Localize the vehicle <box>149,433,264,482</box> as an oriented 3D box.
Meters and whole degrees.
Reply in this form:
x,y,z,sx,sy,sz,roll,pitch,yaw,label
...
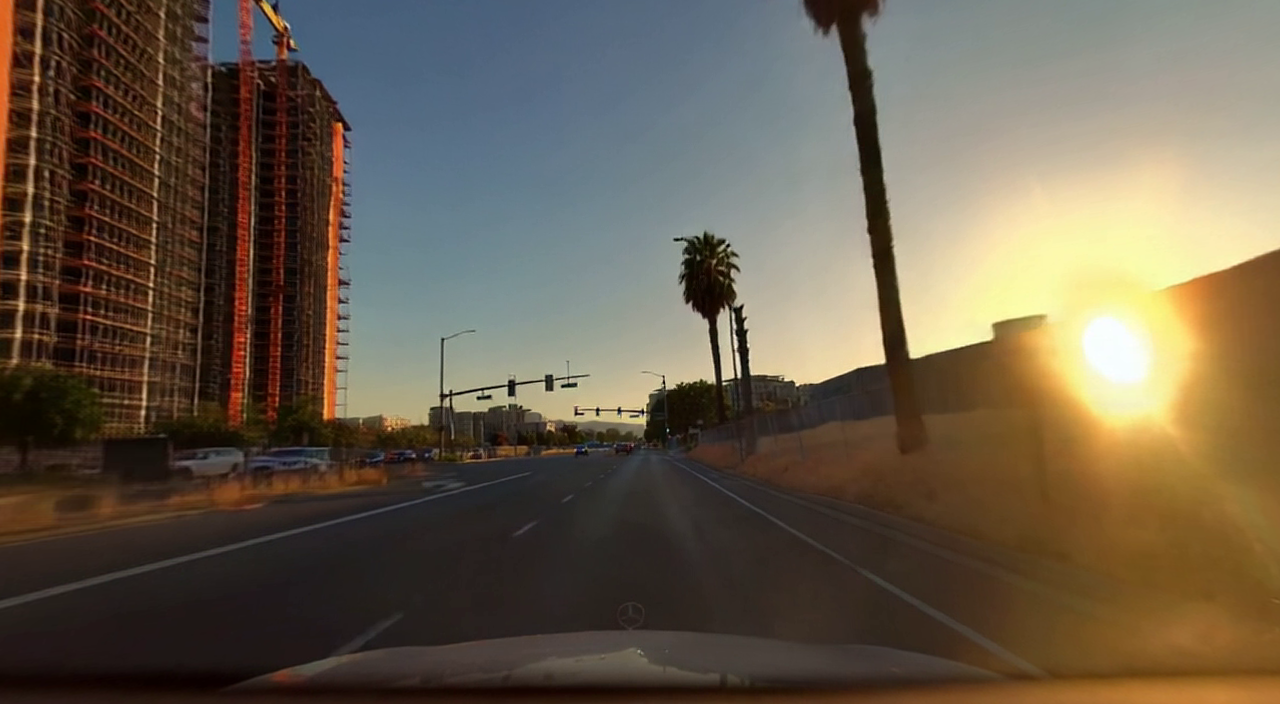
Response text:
x,y,z,sx,sy,sz,roll,pitch,yaw,label
-26.694,6.430,38.776,6.454,2.718,3.175,-5,-10,30,vehicle
